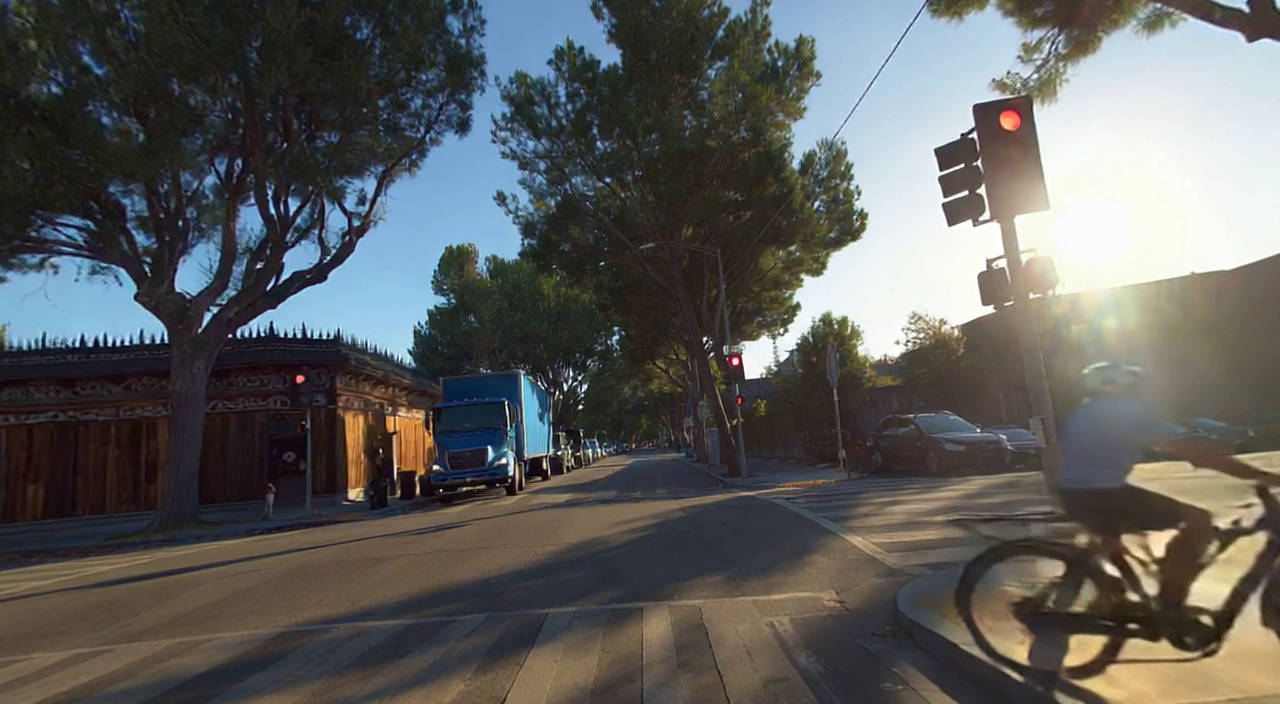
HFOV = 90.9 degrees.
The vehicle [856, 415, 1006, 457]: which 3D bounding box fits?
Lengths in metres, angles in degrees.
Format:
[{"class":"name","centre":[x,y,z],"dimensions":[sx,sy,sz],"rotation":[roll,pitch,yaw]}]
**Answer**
[{"class":"vehicle","centre":[10.668,3.139,23.435],"dimensions":[4.643,1.456,1.820],"rotation":[-1,-8,5]}]

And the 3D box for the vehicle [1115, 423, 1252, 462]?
[{"class":"vehicle","centre":[24.929,4.168,29.043],"dimensions":[4.268,1.695,2.053],"rotation":[0,-8,3]}]

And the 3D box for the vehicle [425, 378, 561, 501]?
[{"class":"vehicle","centre":[-5.811,3.776,27.086],"dimensions":[3.113,4.041,10.284],"rotation":[-4,-8,1]}]
